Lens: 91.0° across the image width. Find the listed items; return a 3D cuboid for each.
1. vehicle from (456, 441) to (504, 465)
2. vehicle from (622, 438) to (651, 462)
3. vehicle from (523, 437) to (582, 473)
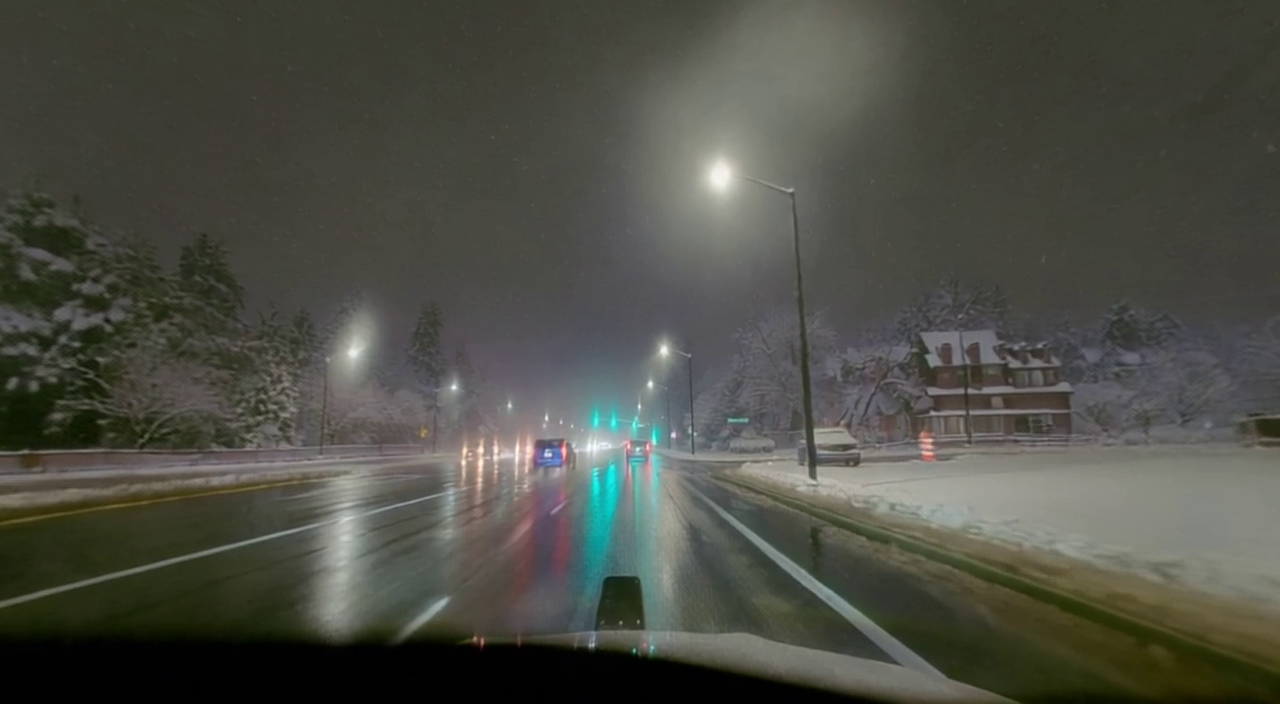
[{"bbox_3d":[-10.698,6.786,42.504,2.009,1.541,4.753,0,-9,-1],"label":"vehicle"},{"bbox_3d":[-0.278,7.601,48.870,2.135,1.711,4.124,0,-9,0],"label":"vehicle"},{"bbox_3d":[-4.391,5.241,32.253,2.198,1.663,4.519,0,-8,2],"label":"vehicle"}]
